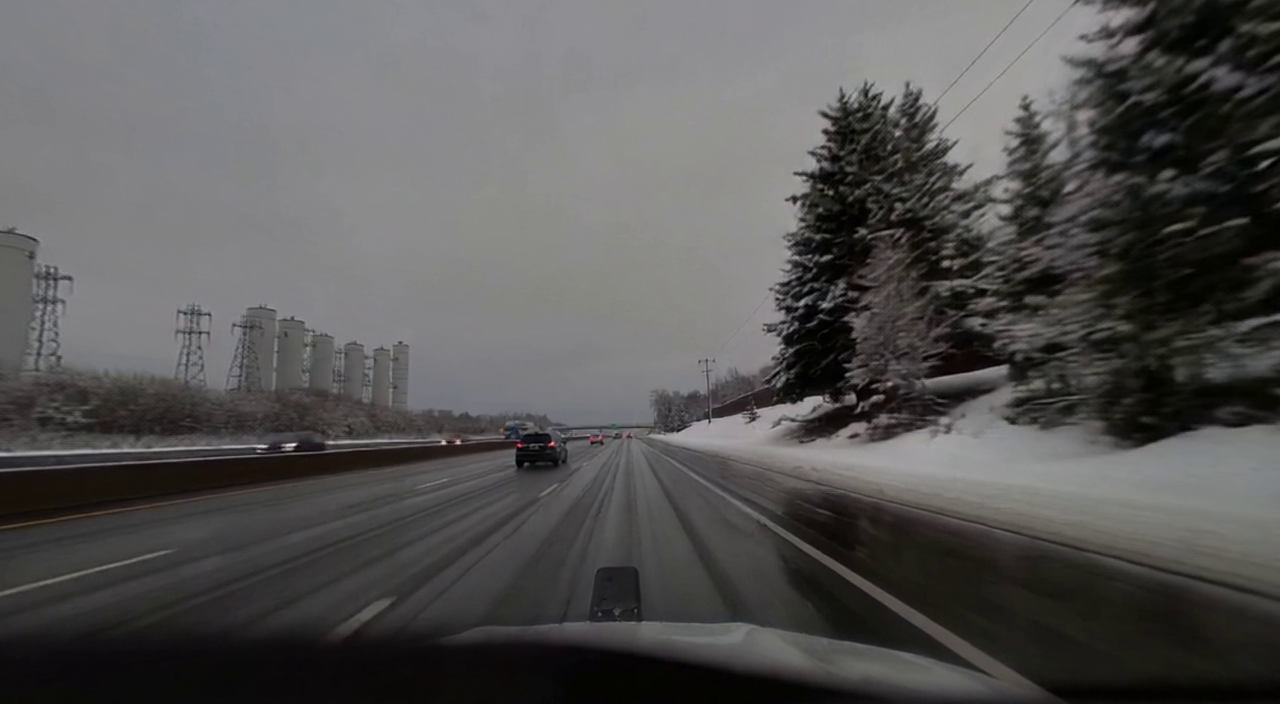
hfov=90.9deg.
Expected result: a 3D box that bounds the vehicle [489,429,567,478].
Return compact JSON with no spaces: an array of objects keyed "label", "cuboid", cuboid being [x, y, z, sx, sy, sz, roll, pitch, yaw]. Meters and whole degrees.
[{"label":"vehicle","cuboid":[-3.671,3.397,21.430,1.952,1.462,3.969,0,-8,0]}]

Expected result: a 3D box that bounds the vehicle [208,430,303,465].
[{"label":"vehicle","cuboid":[-19.805,4.923,32.760,1.990,1.657,4.842,0,-8,-1]}]
